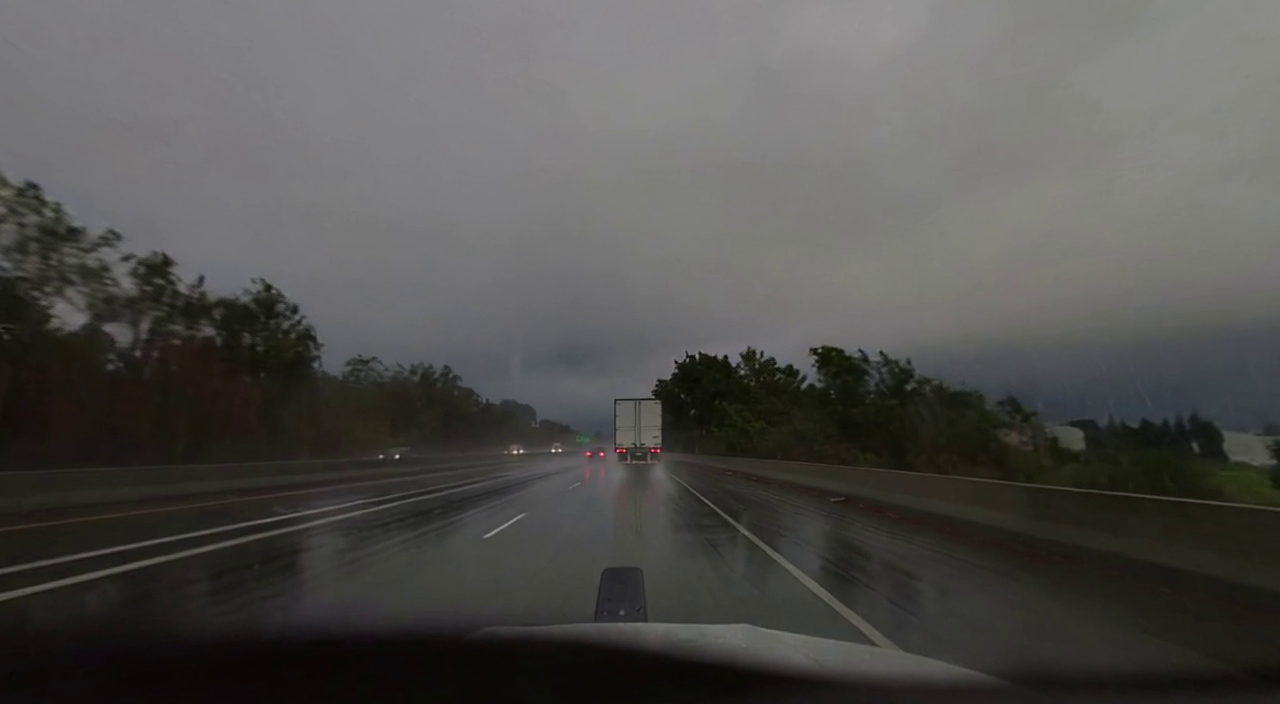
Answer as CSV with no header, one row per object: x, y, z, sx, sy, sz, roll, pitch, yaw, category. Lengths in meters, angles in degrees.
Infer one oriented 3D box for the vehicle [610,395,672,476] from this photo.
0.033,4.758,34.972,2.959,3.828,9.617,0,-9,0,vehicle
